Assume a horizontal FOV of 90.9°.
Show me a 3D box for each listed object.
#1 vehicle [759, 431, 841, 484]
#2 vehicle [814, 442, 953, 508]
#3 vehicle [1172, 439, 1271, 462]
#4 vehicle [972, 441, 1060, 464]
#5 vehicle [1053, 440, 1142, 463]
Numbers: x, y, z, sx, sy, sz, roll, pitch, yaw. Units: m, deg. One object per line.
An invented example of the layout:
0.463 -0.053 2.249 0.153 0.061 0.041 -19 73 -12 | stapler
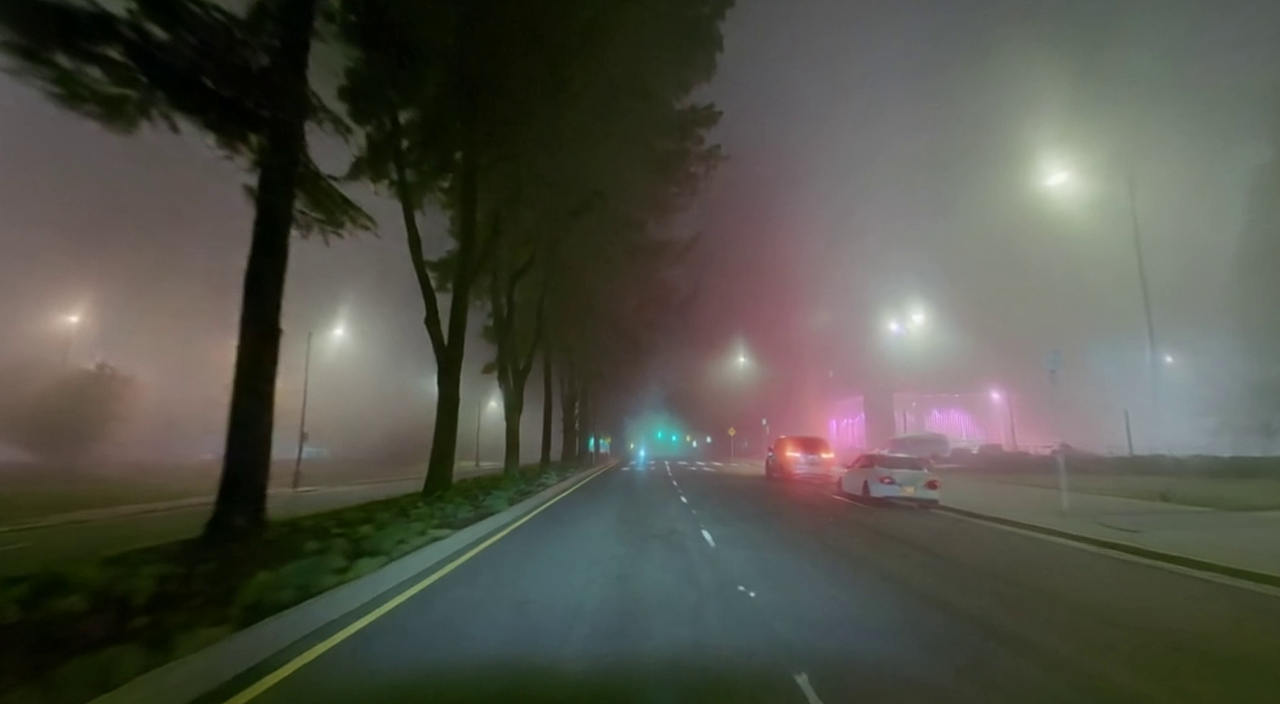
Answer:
6.310 4.221 25.512 2.045 1.890 4.876 0 -8 0 | vehicle
6.306 3.211 16.998 1.948 1.511 4.623 0 -8 1 | vehicle
38.537 6.500 41.842 4.519 1.466 1.996 0 -8 1 | vehicle
25.238 6.728 42.449 4.733 1.494 1.794 0 -8 0 | vehicle
30.458 6.605 42.051 4.373 1.489 1.908 0 -8 1 | vehicle
